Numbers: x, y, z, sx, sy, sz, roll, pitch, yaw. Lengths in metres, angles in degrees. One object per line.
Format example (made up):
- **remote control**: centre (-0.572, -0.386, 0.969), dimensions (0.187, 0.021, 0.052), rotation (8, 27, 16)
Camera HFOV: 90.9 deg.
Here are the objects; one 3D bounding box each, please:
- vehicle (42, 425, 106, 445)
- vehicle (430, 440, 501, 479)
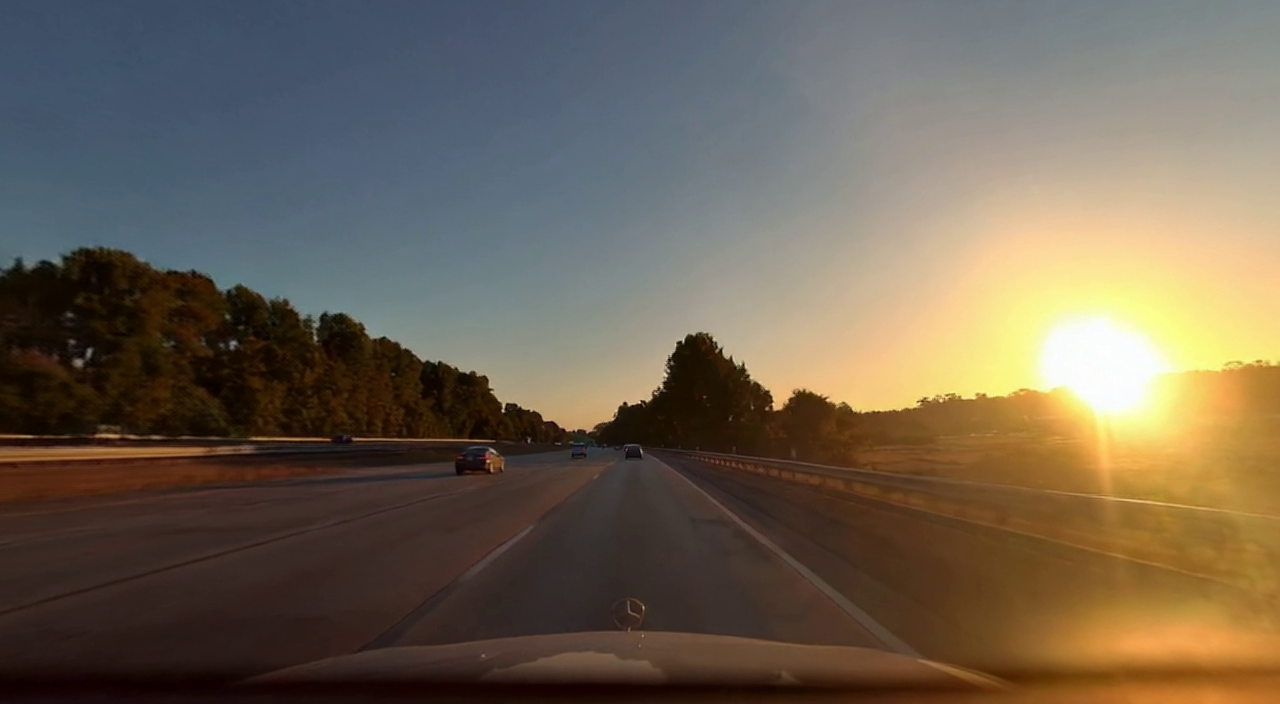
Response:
- **vehicle**: centre (-42.444, 6.255, 47.368), dimensions (1.565, 1.397, 3.499), rotation (0, -8, 0)
- **vehicle**: centre (-7.624, 4.719, 27.949), dimensions (1.972, 1.603, 3.891), rotation (0, -8, 0)
